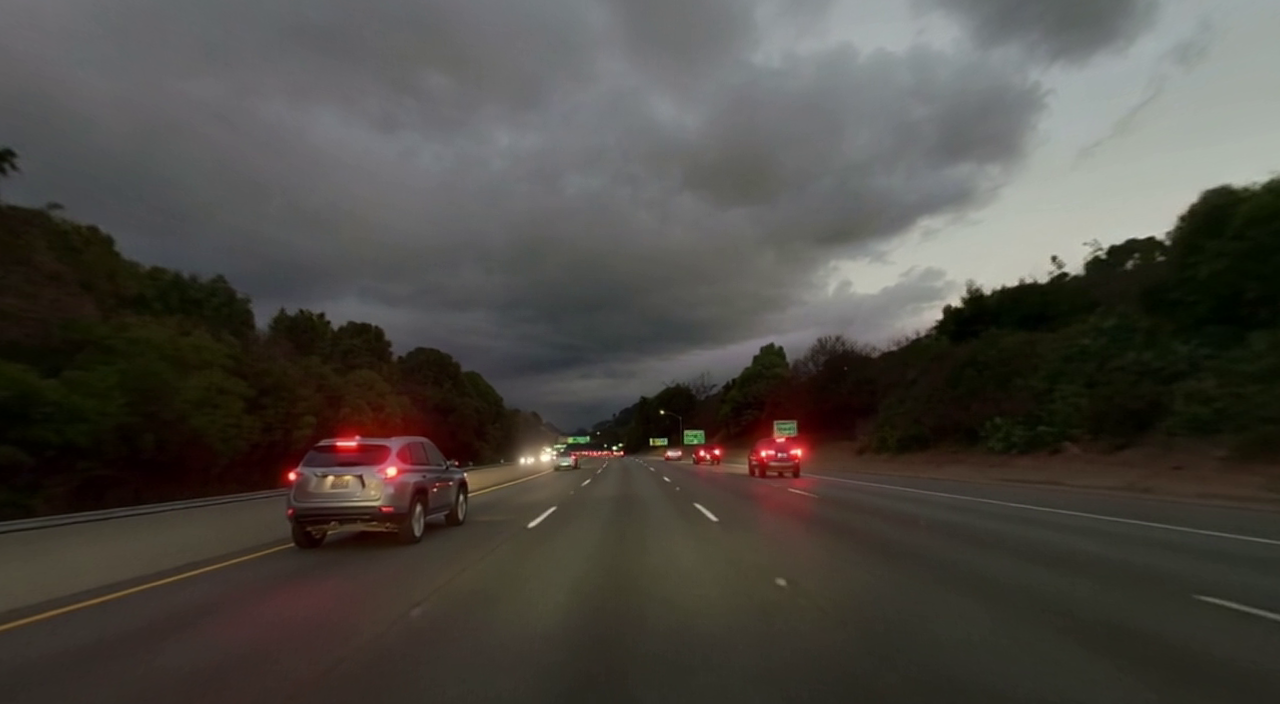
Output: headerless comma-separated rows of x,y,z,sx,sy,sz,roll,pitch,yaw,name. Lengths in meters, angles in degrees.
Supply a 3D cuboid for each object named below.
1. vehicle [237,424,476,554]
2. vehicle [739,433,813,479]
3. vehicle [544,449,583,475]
-4.420,2.190,10.759,2.079,1.745,4.281,0,-9,-1,vehicle
6.612,5.124,31.231,2.378,2.096,5.119,0,-9,-2,vehicle
-4.623,6.715,38.657,2.009,1.488,4.289,0,-9,-2,vehicle
